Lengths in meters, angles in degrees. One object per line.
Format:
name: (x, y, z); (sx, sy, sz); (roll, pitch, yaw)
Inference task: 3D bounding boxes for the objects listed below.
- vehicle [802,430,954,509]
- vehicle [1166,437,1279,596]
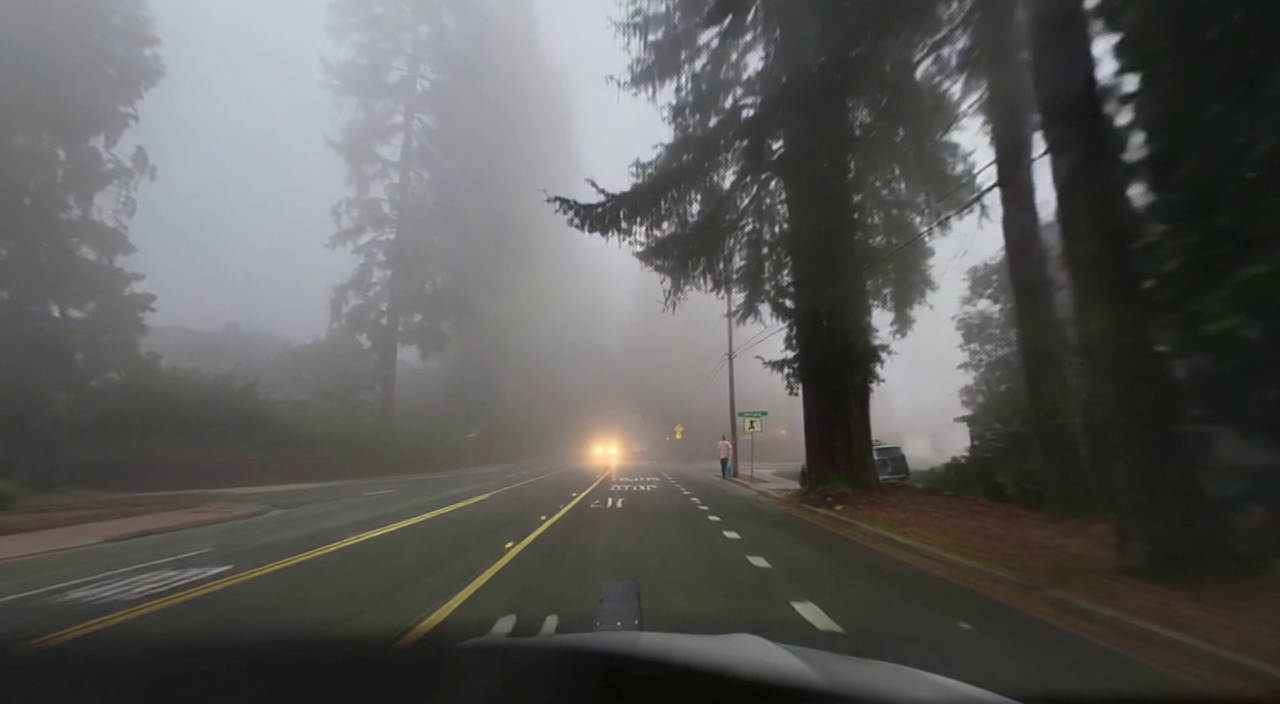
vehicle: (5.862, 2.954, 16.285); (2.096, 1.713, 4.606); (0, -9, 0)
vehicle: (8.219, 1.556, 5.994); (4.438, 1.466, 1.943); (-1, -9, 9)
